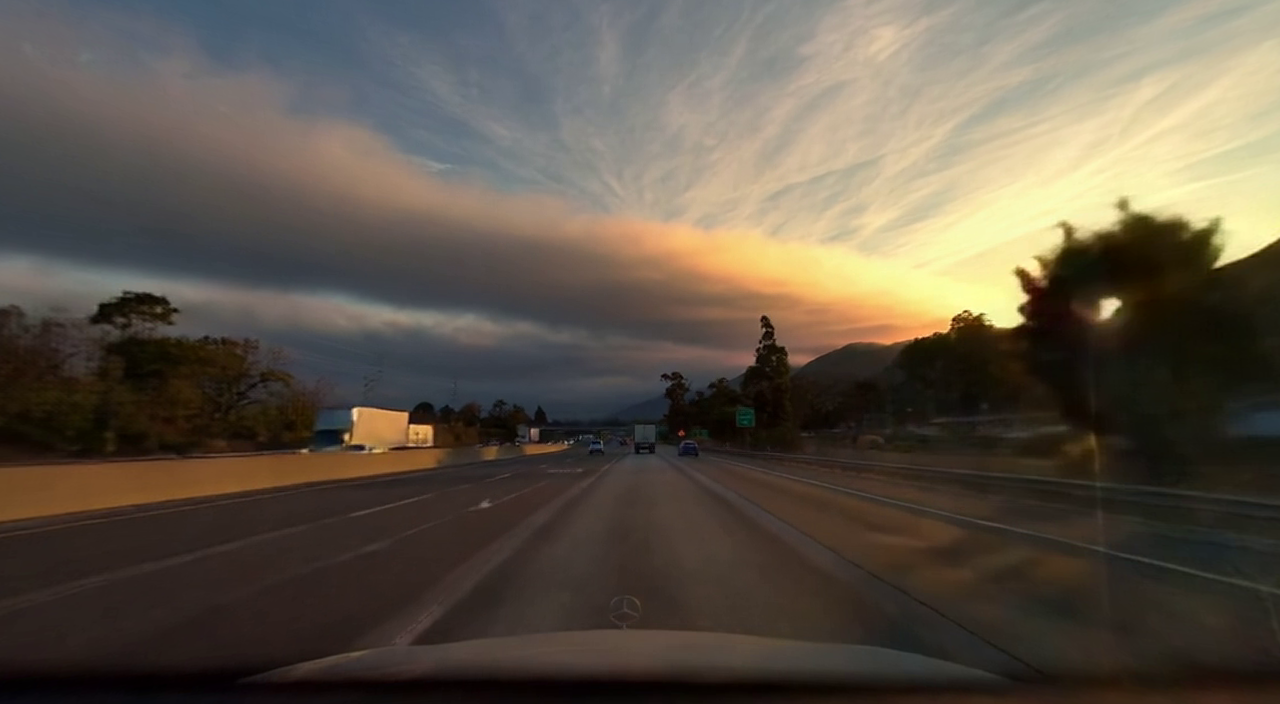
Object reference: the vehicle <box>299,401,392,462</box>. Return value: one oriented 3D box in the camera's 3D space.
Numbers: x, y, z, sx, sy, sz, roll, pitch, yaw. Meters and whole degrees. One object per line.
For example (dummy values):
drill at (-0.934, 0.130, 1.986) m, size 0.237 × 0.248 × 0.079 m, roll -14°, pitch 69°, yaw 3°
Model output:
vehicle at (-19.449, 5.363, 42.072) m, size 2.981 × 3.720 × 6.191 m, roll 0°, pitch -8°, yaw 2°

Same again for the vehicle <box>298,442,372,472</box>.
vehicle at (-15.417, 5.308, 32.048) m, size 1.717 × 1.410 × 4.033 m, roll 0°, pitch -8°, yaw 0°
